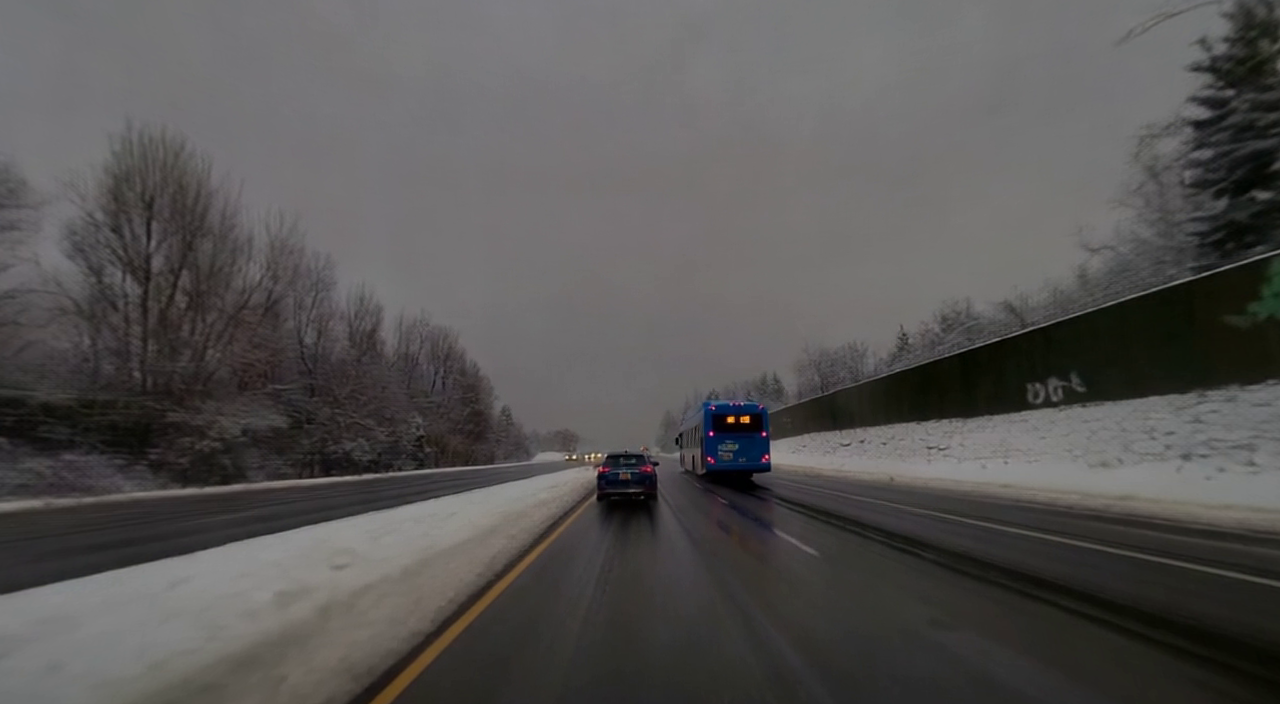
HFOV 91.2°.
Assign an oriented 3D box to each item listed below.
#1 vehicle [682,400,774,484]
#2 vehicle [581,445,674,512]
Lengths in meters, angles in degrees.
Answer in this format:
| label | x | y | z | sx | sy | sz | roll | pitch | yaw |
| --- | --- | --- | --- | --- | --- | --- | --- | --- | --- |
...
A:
| label | x | y | z | sx | sy | sz | roll | pitch | yaw |
| --- | --- | --- | --- | --- | --- | --- | --- | --- | --- |
| vehicle | 4.108 | 4.761 | 32.520 | 3.055 | 3.479 | 12.521 | -1 | -9 | 1 |
| vehicle | -0.278 | 3.286 | 16.700 | 2.160 | 1.532 | 4.073 | -1 | -9 | 0 |
